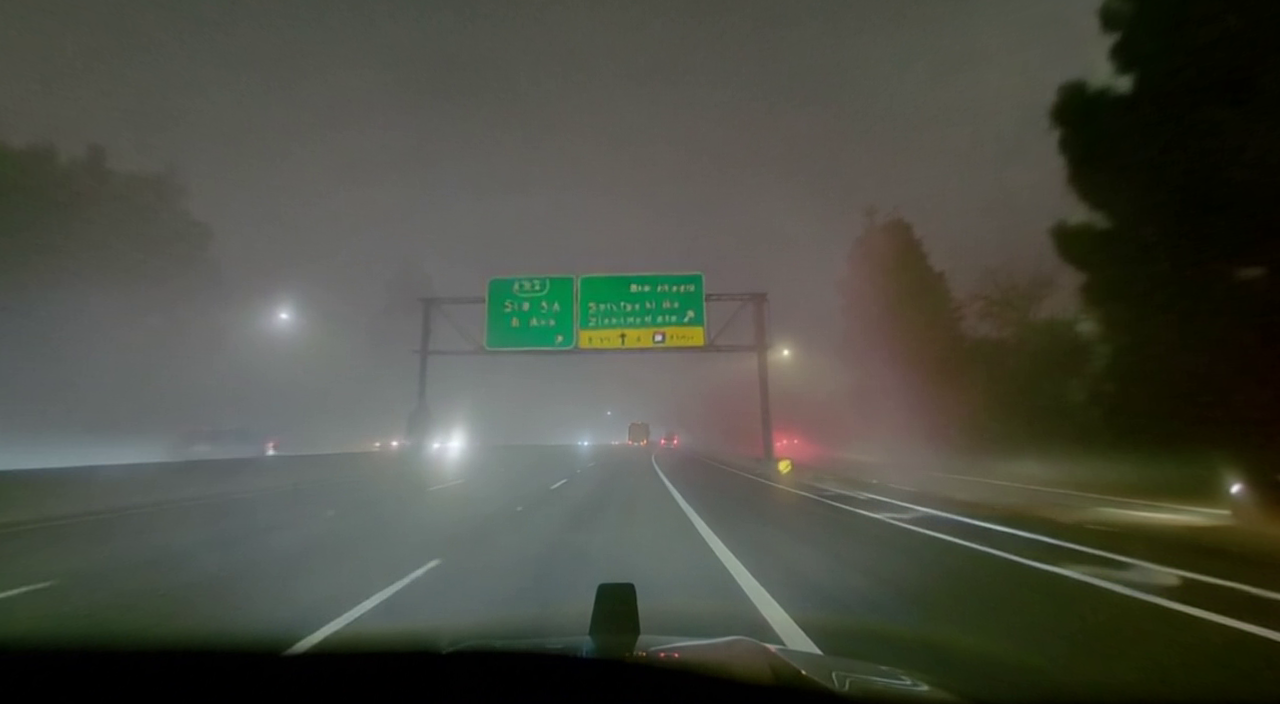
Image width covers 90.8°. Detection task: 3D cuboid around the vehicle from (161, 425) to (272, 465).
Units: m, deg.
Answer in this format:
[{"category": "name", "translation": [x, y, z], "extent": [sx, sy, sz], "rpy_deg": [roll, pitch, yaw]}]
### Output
[{"category": "vehicle", "translation": [-19.224, 4.250, 28.974], "extent": [1.960, 1.706, 4.524], "rpy_deg": [0, -8, 0]}]

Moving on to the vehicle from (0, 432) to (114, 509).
[{"category": "vehicle", "translation": [-13.149, 2.291, 12.249], "extent": [1.925, 1.456, 4.613], "rpy_deg": [0, -8, 0]}]
